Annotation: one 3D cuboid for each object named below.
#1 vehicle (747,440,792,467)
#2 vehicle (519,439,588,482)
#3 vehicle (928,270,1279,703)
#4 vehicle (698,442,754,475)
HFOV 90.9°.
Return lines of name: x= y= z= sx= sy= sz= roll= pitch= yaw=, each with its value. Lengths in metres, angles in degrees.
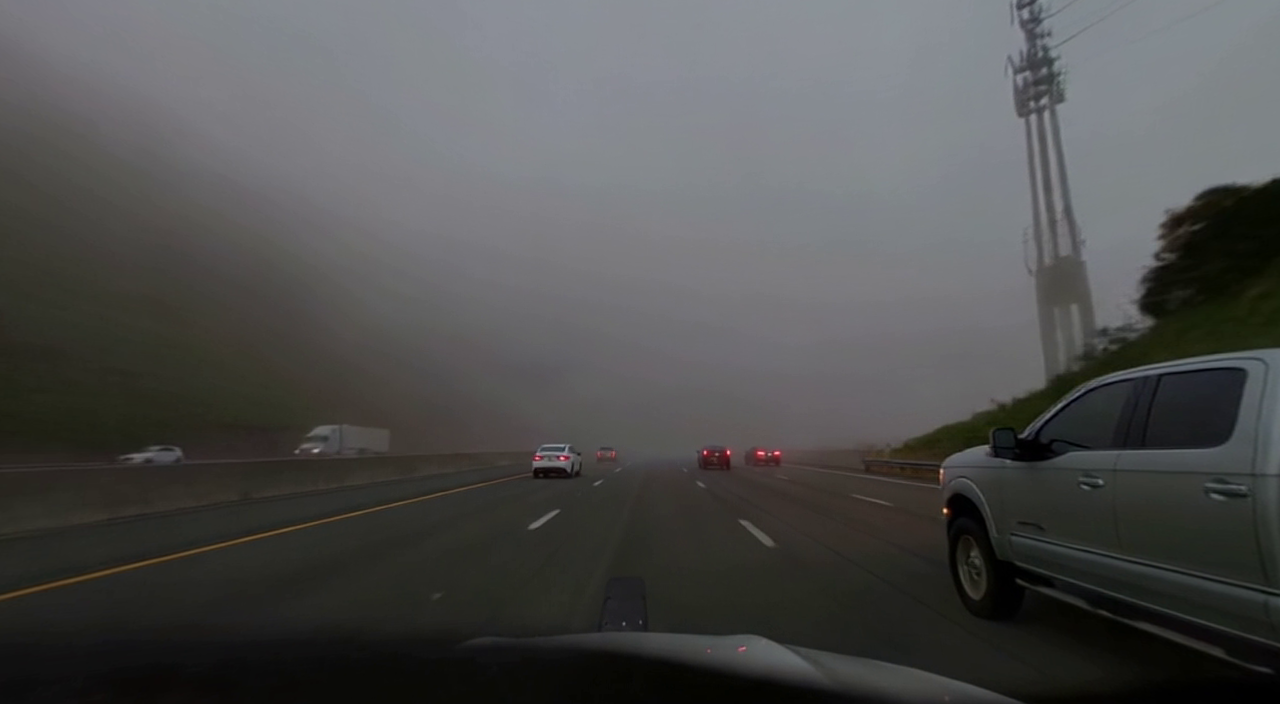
vehicle: x=8.383 y=6.578 z=41.097 sx=1.986 sy=1.633 sz=4.430 roll=0 pitch=-8 yaw=0
vehicle: x=-3.507 y=4.513 z=26.565 sx=2.113 sy=1.636 sz=4.494 roll=-1 pitch=-8 yaw=2
vehicle: x=3.446 y=0.703 z=2.636 sx=2.098 sy=1.925 sz=5.171 roll=0 pitch=-8 yaw=1
vehicle: x=4.042 y=5.086 z=30.352 sx=2.046 sy=1.471 sz=4.333 roll=0 pitch=-8 yaw=0
